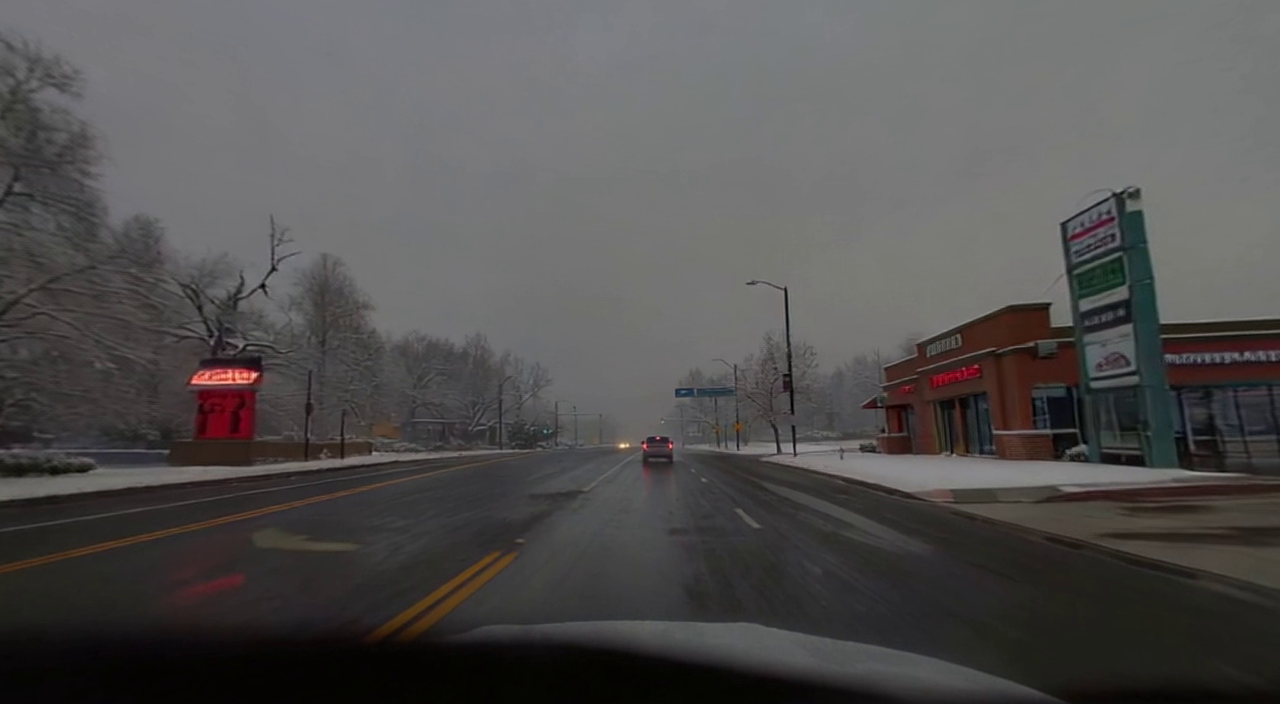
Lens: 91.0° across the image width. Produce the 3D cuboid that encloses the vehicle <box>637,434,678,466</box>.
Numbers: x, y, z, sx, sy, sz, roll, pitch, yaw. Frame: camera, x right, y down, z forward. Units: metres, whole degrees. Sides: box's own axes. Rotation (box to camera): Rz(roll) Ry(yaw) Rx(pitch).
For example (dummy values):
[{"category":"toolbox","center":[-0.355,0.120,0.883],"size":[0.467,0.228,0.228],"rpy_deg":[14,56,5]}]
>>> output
[{"category":"vehicle","center":[1.073,5.675,36.700],"size":[2.235,1.719,4.292],"rpy_deg":[0,-8,3]}]

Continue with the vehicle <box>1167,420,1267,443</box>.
[{"category":"vehicle","center":[37.869,5.255,41.395],"size":[4.637,1.477,1.823],"rpy_deg":[0,-8,3]}]
